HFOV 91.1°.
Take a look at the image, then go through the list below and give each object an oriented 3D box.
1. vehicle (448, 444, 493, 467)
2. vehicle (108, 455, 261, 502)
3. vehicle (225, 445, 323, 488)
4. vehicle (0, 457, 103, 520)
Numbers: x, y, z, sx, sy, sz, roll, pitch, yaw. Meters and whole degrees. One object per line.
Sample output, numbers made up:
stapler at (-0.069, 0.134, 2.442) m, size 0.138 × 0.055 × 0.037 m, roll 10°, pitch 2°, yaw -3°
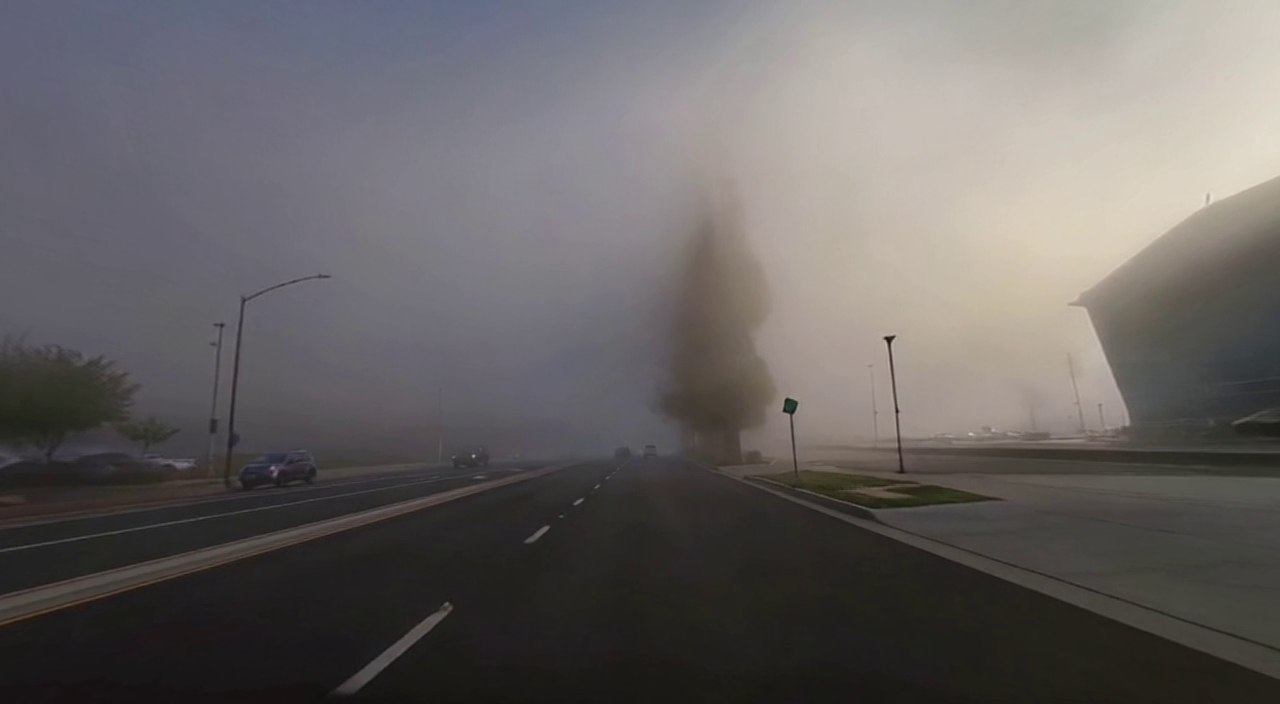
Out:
vehicle at (-13.257, 8.097, 49.352) m, size 2.145 × 1.754 × 4.777 m, roll 0°, pitch -8°, yaw 1°
vehicle at (-17.329, 4.802, 24.298) m, size 1.955 × 1.486 × 5.112 m, roll 0°, pitch -8°, yaw 2°
vehicle at (-17.248, 5.373, 29.863) m, size 1.998 × 1.724 × 4.486 m, roll -3°, pitch -9°, yaw 0°
vehicle at (-17.244, 3.571, 16.329) m, size 2.014 × 1.515 × 5.027 m, roll 0°, pitch -8°, yaw 2°
